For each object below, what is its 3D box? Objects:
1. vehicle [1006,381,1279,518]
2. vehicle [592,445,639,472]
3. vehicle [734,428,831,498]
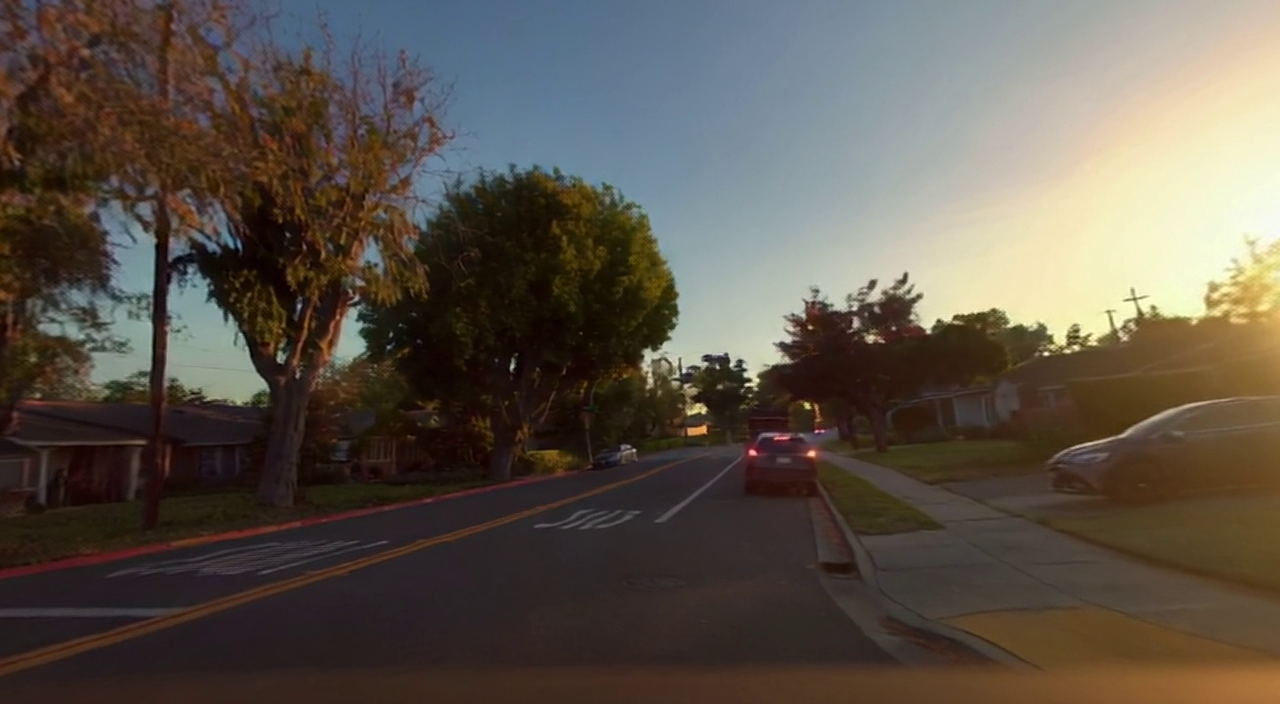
[{"bbox_3d":[8.345,1.372,9.195,4.595,1.620,1.984,-7,-10,14],"label":"vehicle"},{"bbox_3d":[-1.539,6.871,40.842,2.033,1.456,4.370,-7,-10,10],"label":"vehicle"},{"bbox_3d":[3.867,3.004,17.396,2.242,1.661,4.273,-2,-9,11],"label":"vehicle"}]
